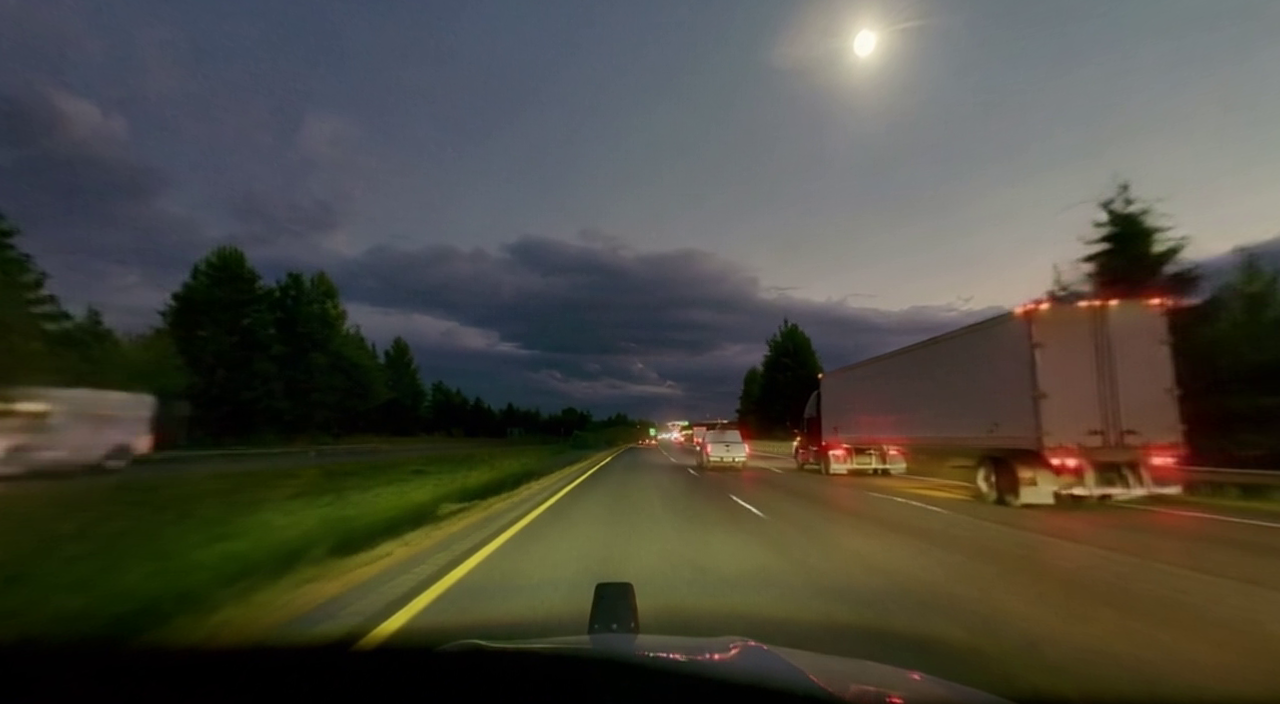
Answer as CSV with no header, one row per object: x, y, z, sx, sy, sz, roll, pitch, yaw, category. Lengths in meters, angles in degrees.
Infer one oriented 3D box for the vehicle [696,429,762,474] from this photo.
3.604,4.103,26.340,2.011,1.672,4.415,0,-8,-2,vehicle

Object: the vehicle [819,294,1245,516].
9.170,1.852,18.626,3.440,4.093,13.944,0,-8,-1,vehicle

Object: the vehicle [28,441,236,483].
-17.201,3.732,21.932,2.491,1.219,5.785,0,-8,0,vehicle
